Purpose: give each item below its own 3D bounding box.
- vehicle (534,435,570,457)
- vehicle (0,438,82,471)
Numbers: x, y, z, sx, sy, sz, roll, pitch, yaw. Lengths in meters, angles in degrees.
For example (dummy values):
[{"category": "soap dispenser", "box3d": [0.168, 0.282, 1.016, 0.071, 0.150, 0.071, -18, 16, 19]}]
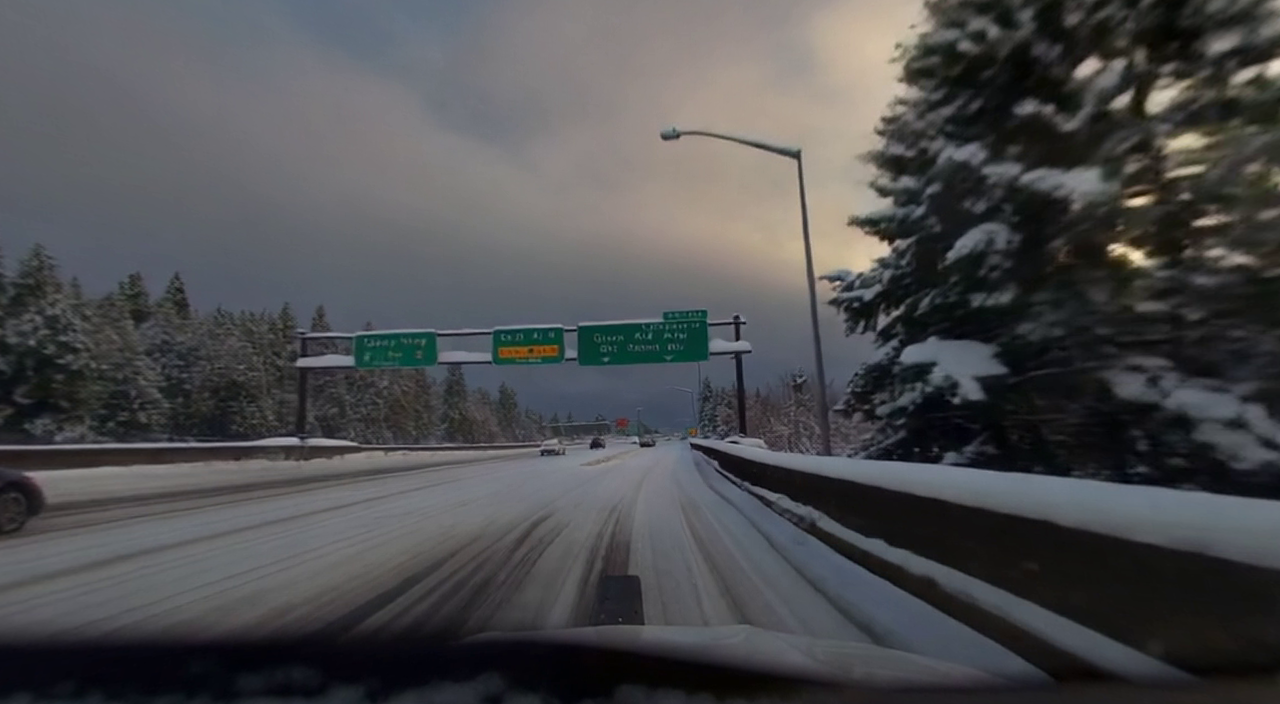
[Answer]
[{"category": "vehicle", "box3d": [-6.479, 6.980, 47.030, 2.271, 1.537, 4.029, 0, -8, -3]}, {"category": "vehicle", "box3d": [-30.969, 5.088, 31.585, 1.943, 1.548, 4.560, 0, -8, -1]}]
